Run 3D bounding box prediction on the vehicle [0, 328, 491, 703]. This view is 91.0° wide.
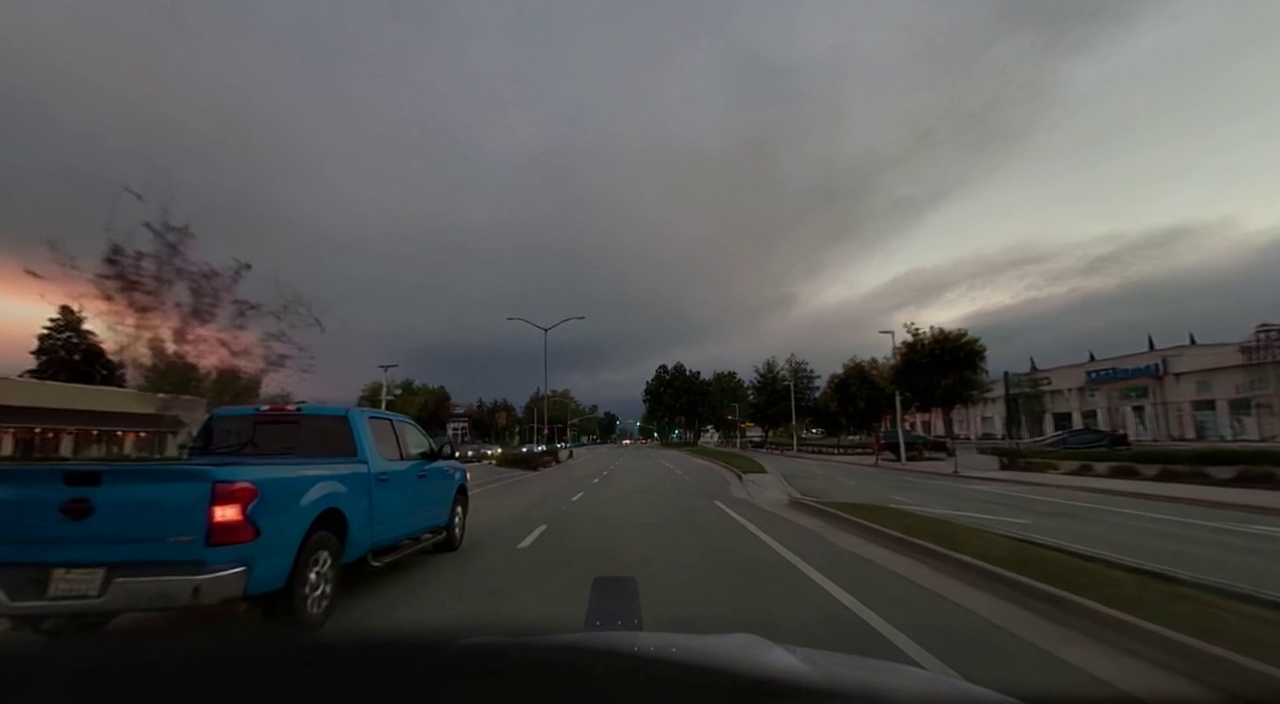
[{"bbox_3d":[-2.987,1.164,5.408,2.065,1.790,5.417,0,-8,0],"label":"vehicle"}]

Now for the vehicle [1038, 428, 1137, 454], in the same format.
[{"bbox_3d":[27.408,5.467,38.681,4.604,1.487,1.911,0,-8,0],"label":"vehicle"}]

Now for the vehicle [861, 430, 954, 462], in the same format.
[{"bbox_3d":[15.369,5.428,36.290,4.332,1.744,2.115,0,-11,-3],"label":"vehicle"}]
